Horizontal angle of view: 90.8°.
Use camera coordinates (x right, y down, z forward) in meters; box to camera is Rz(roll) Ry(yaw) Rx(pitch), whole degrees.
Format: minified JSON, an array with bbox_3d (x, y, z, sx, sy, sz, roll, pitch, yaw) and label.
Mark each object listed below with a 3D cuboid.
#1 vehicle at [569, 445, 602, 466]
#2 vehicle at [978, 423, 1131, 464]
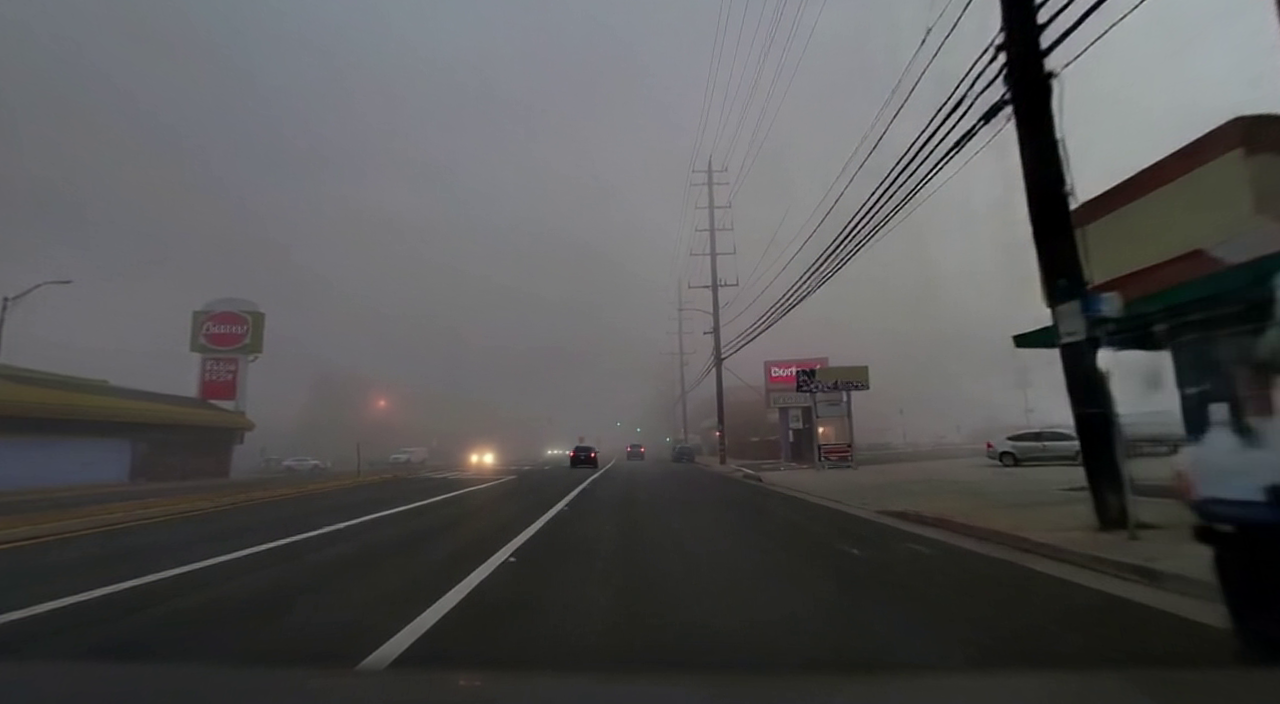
[{"bbox_3d":[-4.103,7.819,47.991,2.179,1.490,4.742,0,-9,-1],"label":"vehicle"},{"bbox_3d":[16.397,3.694,25.264,2.150,1.463,4.524,5,-10,-30],"label":"vehicle"}]
